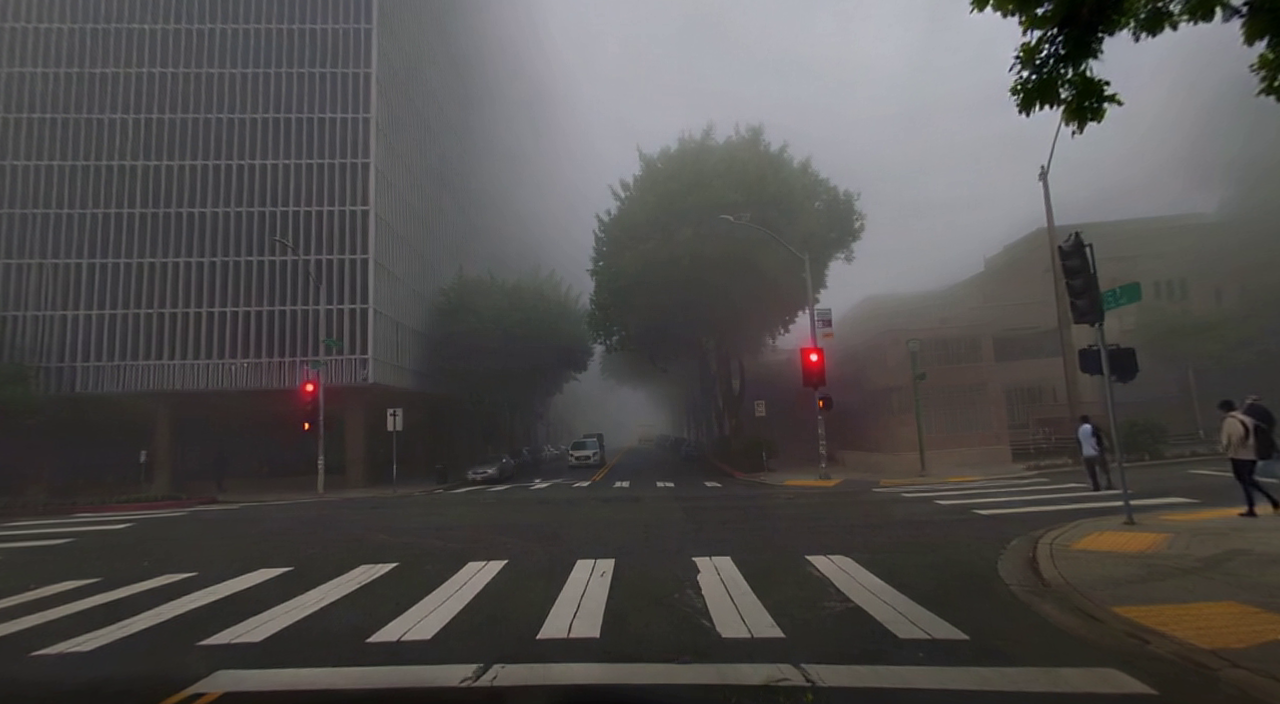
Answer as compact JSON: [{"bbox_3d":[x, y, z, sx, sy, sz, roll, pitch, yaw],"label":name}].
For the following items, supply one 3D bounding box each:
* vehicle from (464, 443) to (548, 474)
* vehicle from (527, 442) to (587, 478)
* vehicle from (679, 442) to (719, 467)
[{"bbox_3d":[-8.018,6.358,38.016,4.526,1.726,1.963,8,-12,-44],"label":"vehicle"},{"bbox_3d":[-3.663,4.845,28.641,1.989,1.481,4.500,0,-8,1],"label":"vehicle"},{"bbox_3d":[3.552,6.279,38.862,1.853,1.426,4.160,1,-8,-3],"label":"vehicle"}]
